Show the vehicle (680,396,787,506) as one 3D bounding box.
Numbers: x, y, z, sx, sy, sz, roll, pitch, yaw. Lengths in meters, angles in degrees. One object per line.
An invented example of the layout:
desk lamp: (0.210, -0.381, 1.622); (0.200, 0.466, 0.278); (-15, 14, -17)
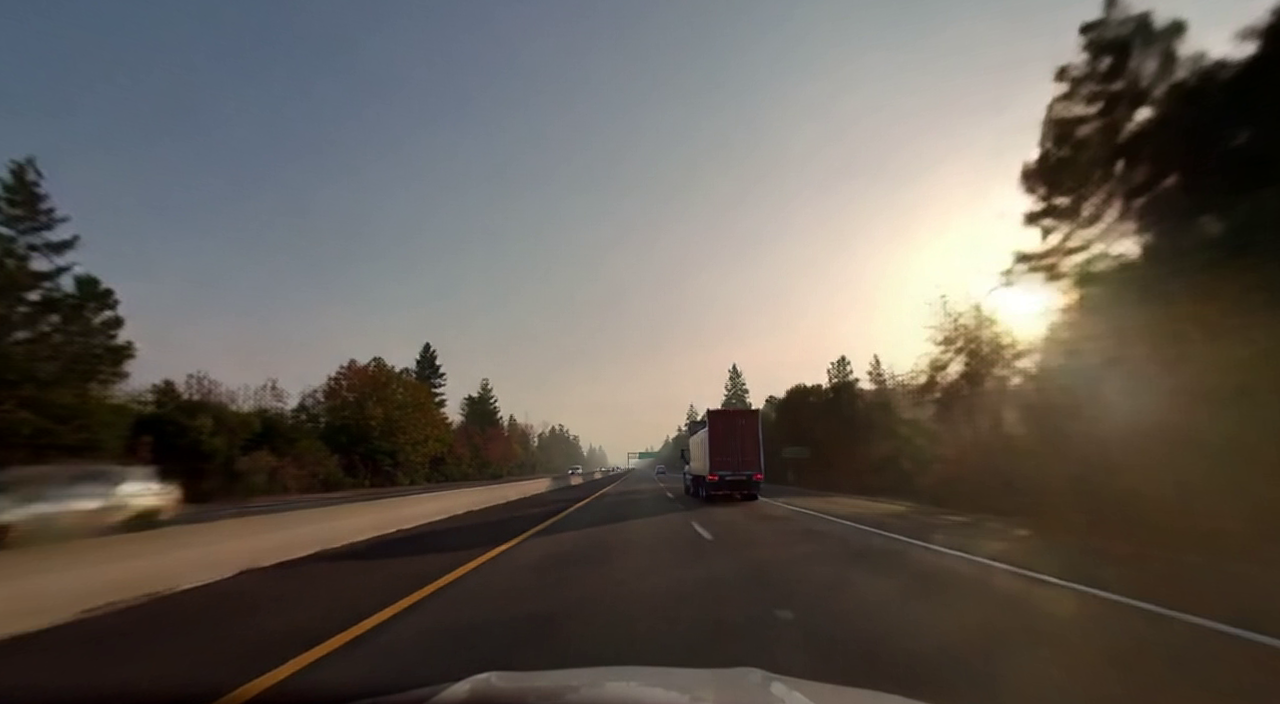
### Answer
vehicle: (3.957, 4.958, 30.650); (3.204, 4.102, 13.306); (1, -10, 0)
